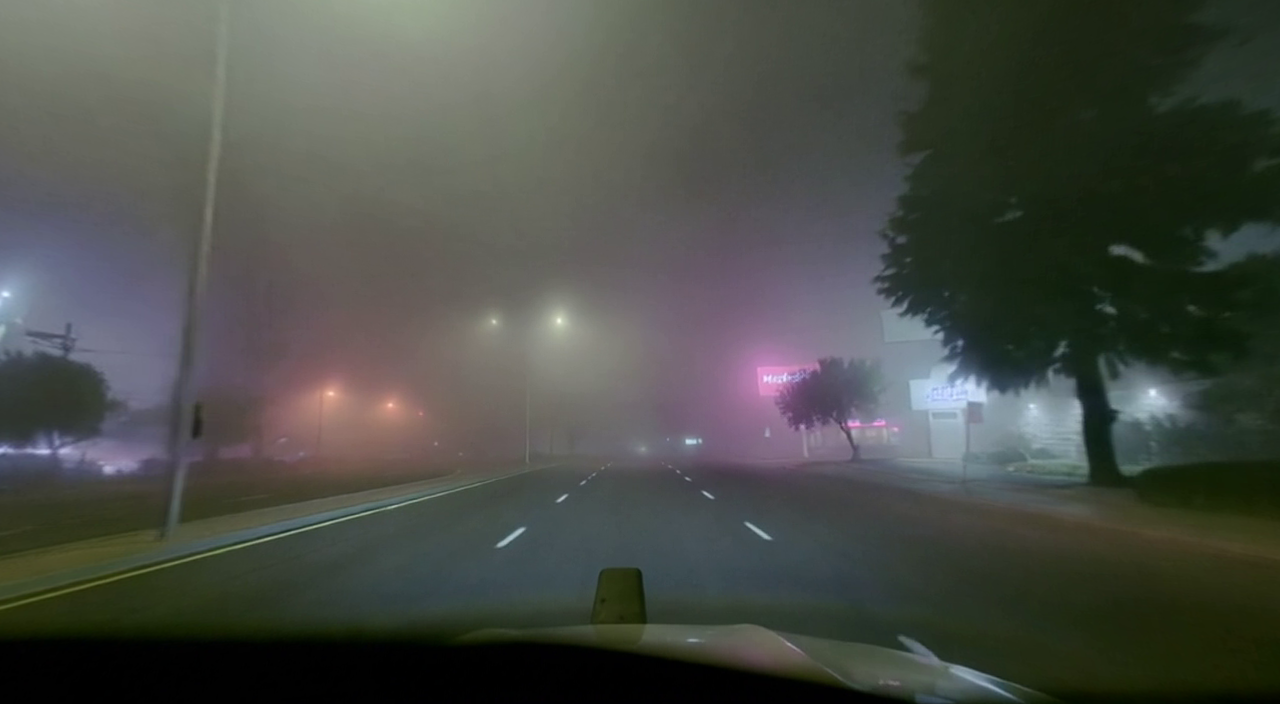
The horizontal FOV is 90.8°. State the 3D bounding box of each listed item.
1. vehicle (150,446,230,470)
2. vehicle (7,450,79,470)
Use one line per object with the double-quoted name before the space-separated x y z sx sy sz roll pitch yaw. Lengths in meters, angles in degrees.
"vehicle" -33.436 7.883 47.030 4.359 1.667 1.914 0 -8 -1
"vehicle" -46.181 8.333 48.857 4.434 1.457 1.939 -3 -9 17
